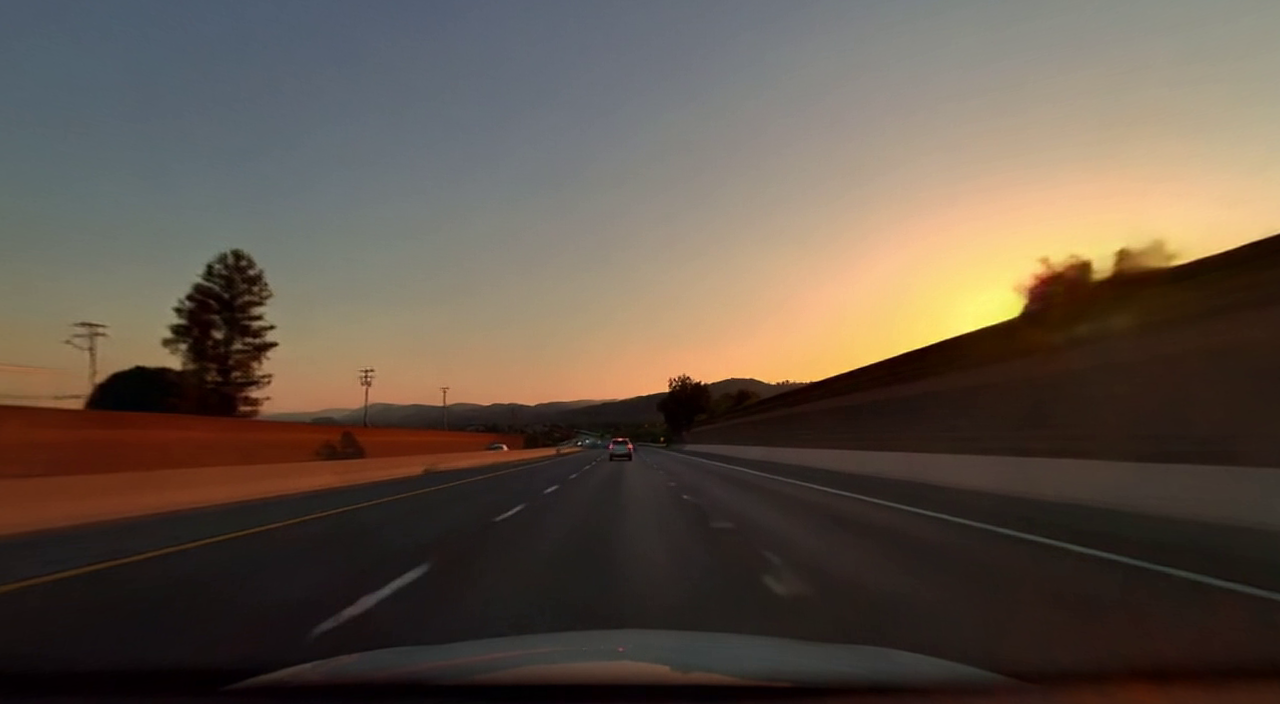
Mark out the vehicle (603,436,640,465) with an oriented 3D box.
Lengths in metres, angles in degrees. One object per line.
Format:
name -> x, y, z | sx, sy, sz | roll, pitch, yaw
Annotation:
vehicle -> -1.119, 5.991, 38.401 | 2.111, 1.635, 4.177 | 0, -8, -1
